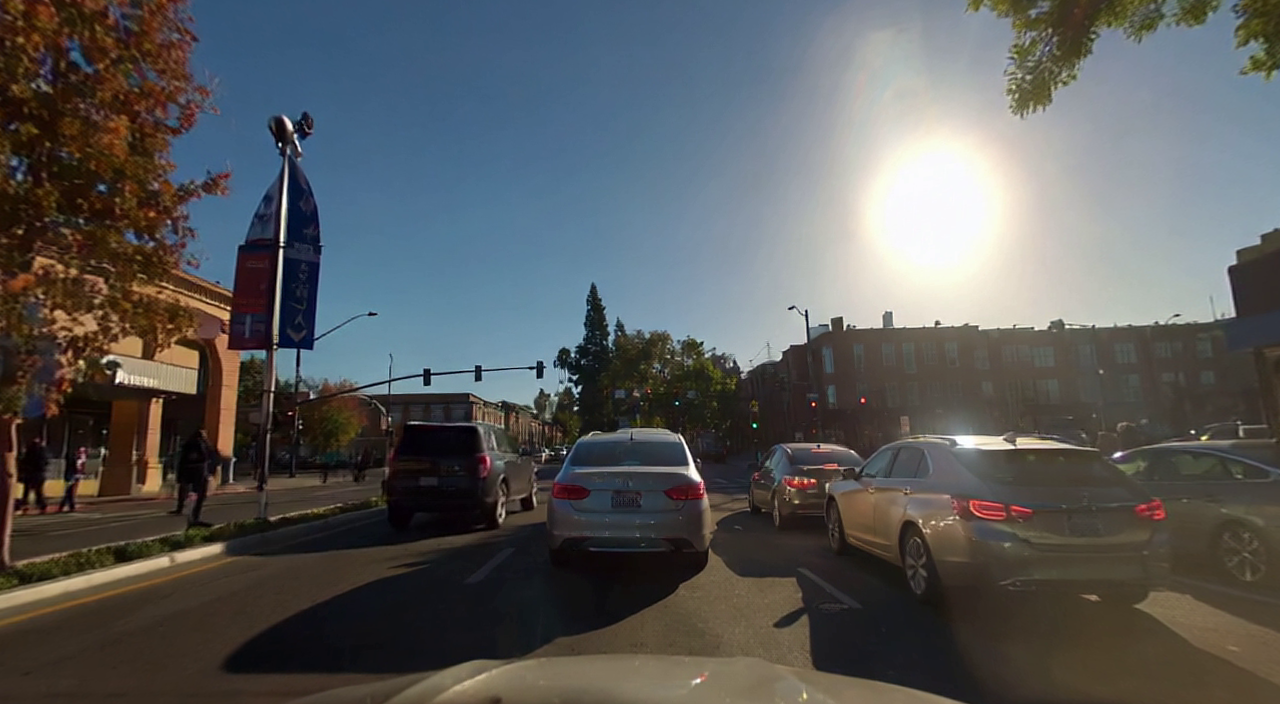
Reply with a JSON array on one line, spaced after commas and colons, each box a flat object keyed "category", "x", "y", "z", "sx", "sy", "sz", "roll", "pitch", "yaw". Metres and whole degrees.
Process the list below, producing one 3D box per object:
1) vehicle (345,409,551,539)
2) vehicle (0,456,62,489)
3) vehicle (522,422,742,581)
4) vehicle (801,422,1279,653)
[{"category": "vehicle", "x": -3.105, "y": 2.127, "z": 11.603, "sx": 2.223, "sy": 1.840, "sz": 4.919, "roll": 0, "pitch": -9, "yaw": 0}, {"category": "vehicle", "x": -31.729, "y": 5.988, "z": 31.504, "sx": 1.913, "sy": 1.531, "sz": 4.000, "roll": -9, "pitch": -12, "yaw": 43}, {"category": "vehicle", "x": -0.106, "y": 1.749, "z": 8.192, "sx": 2.118, "sy": 1.512, "sz": 4.013, "roll": 0, "pitch": -9, "yaw": -1}, {"category": "vehicle", "x": 3.227, "y": 1.536, "z": 6.396, "sx": 1.912, "sy": 1.454, "sz": 4.537, "roll": 0, "pitch": -9, "yaw": -1}]
